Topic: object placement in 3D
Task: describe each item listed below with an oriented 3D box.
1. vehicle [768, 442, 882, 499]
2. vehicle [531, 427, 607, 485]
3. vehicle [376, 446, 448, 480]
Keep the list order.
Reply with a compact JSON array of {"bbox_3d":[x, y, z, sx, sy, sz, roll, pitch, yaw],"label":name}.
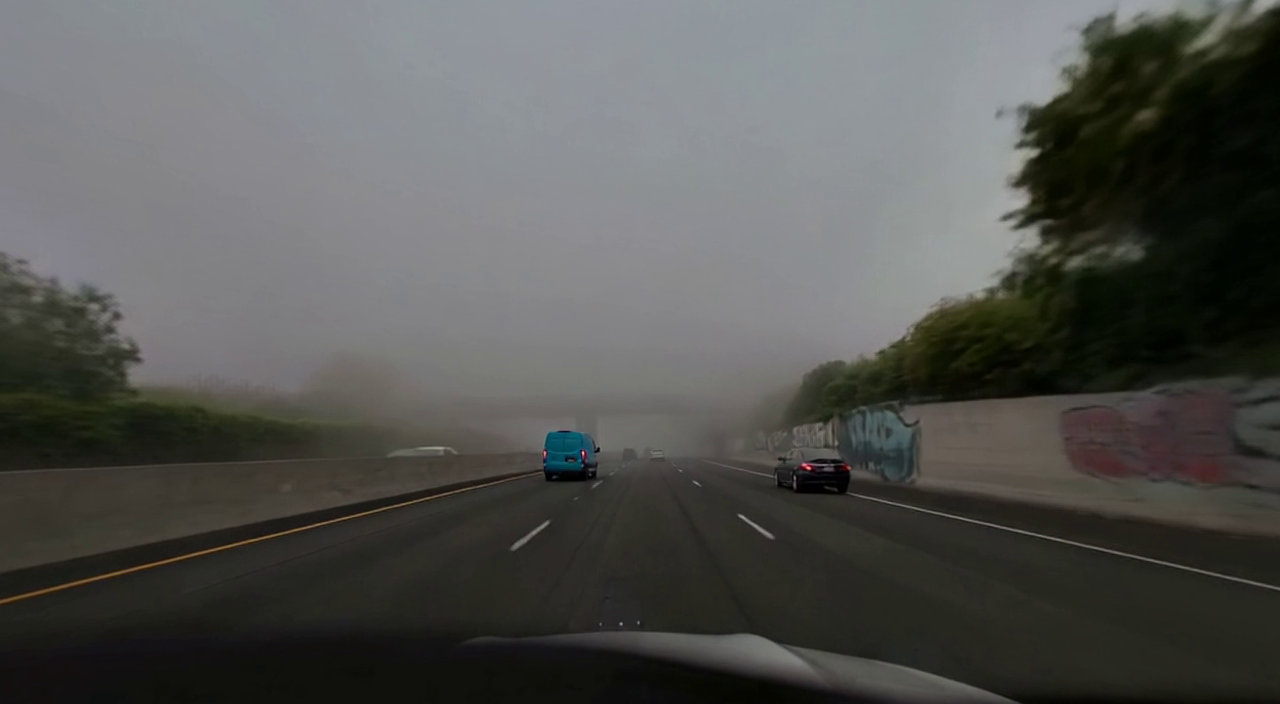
[{"bbox_3d":[5.370,3.482,19.048,1.972,1.492,4.623,0,-8,-1],"label":"vehicle"},{"bbox_3d":[-2.652,4.057,24.907,2.310,2.030,5.094,0,-8,1],"label":"vehicle"},{"bbox_3d":[-11.586,5.627,32.375,1.948,1.598,4.306,0,-8,1],"label":"vehicle"}]
